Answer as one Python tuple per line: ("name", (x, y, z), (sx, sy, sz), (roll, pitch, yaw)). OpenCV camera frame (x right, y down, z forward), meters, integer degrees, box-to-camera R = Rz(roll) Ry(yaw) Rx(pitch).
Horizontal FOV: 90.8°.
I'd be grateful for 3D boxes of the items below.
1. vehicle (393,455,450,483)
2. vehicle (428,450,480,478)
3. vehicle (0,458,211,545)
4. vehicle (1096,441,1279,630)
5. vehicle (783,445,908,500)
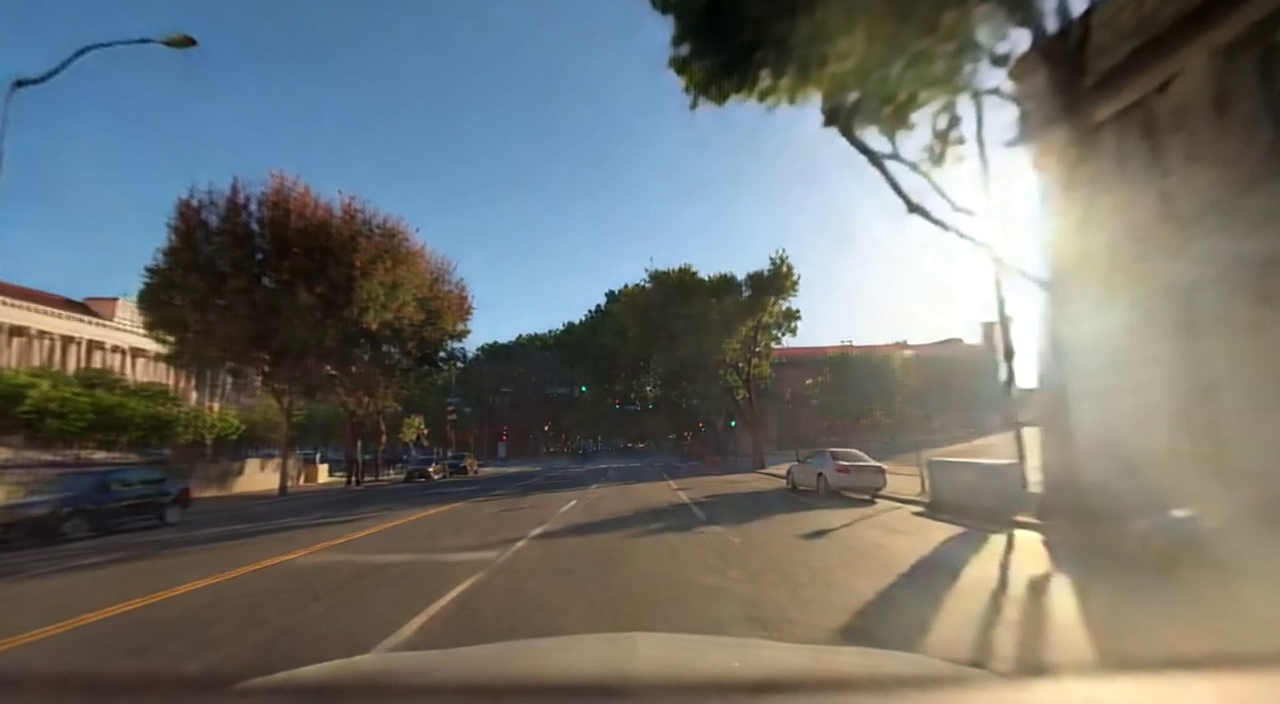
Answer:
("vehicle", (-12.637, 6.761, 36.801), (1.767, 1.455, 4.389), (0, -8, 0))
("vehicle", (-12.841, 7.722, 43.985), (2.011, 1.668, 5.474), (-1, -8, -1))
("vehicle", (-12.576, 3.357, 14.783), (1.911, 1.558, 4.793), (-3, -9, -2))
("vehicle", (5.843, 1.356, 4.489), (1.869, 1.430, 4.365), (0, -8, -1))
("vehicle", (5.999, 3.544, 19.157), (2.091, 1.445, 4.678), (0, -8, -1))
